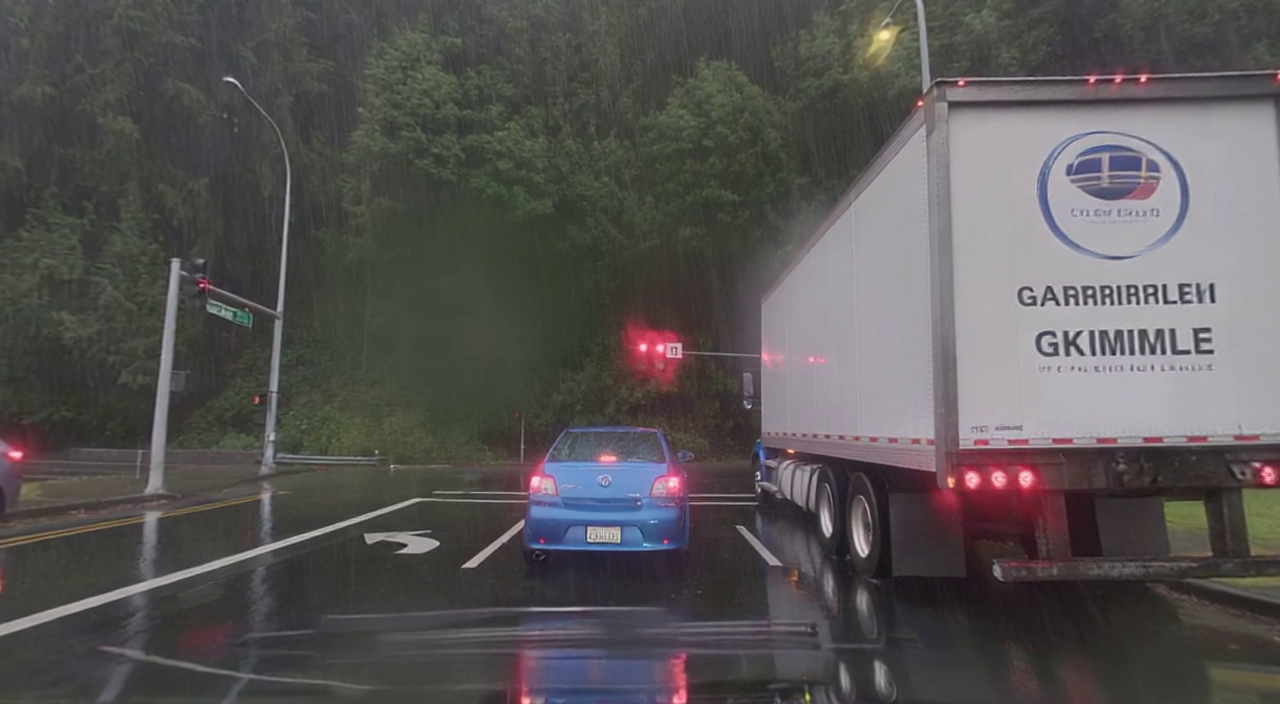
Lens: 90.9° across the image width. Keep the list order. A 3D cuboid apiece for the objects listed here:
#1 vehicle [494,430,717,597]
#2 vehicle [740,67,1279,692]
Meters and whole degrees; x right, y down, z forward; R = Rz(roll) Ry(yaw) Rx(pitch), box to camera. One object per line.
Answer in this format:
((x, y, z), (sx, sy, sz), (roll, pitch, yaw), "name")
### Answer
((-0.348, 1.710, 7.434), (1.975, 1.457, 3.526), (0, -9, -1), "vehicle")
((3.503, 0.774, 8.601), (2.884, 3.753, 9.763), (0, -9, 2), "vehicle")
